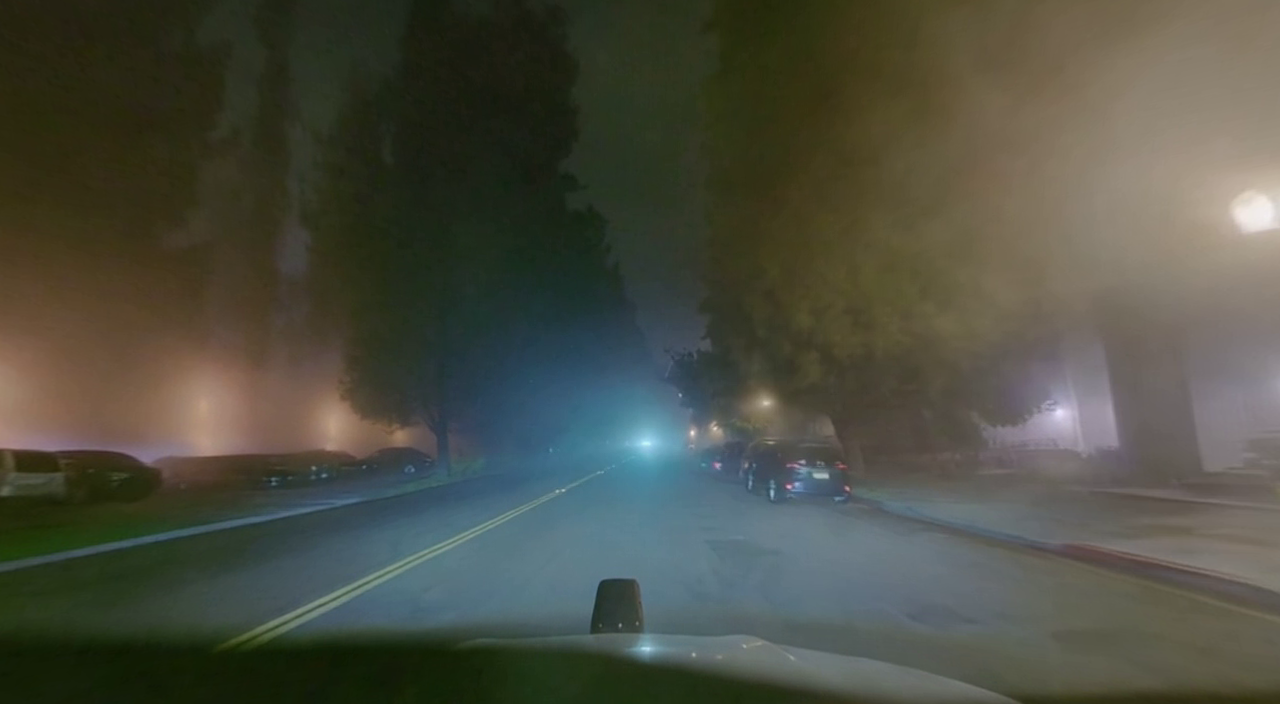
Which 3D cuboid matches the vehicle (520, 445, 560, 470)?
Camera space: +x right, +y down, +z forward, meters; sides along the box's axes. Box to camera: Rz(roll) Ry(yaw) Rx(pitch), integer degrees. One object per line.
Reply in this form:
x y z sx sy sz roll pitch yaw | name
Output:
-6.557 6.924 41.859 1.928 1.537 4.439 0 -8 0 | vehicle

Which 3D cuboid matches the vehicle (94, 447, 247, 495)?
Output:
-15.713 3.936 21.200 4.181 1.467 1.851 -3 -9 16 | vehicle

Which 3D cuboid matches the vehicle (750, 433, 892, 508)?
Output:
4.237 2.857 15.823 1.952 1.538 5.215 0 -8 -1 | vehicle

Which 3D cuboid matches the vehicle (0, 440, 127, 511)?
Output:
-15.643 3.042 15.984 4.579 1.573 2.001 -4 -9 21 | vehicle
